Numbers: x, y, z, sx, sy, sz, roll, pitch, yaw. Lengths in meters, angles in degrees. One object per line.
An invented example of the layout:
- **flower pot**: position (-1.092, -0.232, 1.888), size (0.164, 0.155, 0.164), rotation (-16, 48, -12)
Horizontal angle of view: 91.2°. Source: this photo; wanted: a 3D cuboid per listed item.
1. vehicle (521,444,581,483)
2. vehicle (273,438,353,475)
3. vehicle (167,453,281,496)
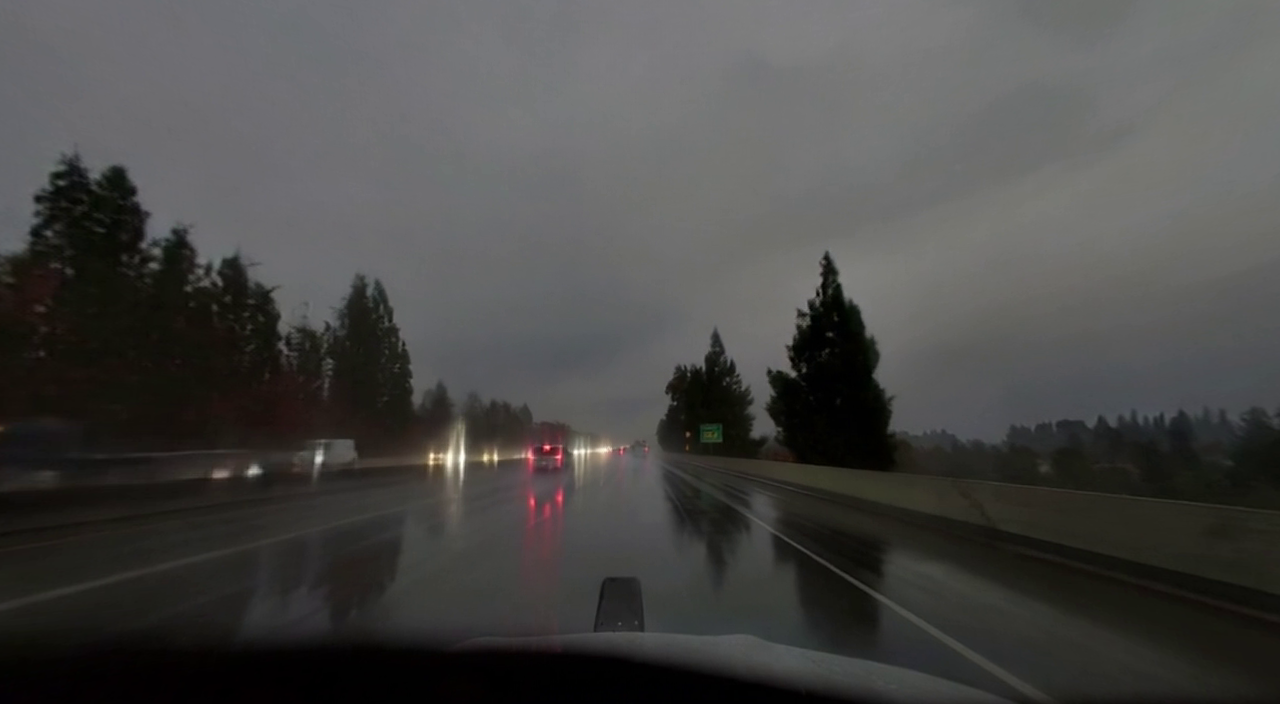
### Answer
- **vehicle**: position (-3.702, 4.719, 26.787), size (1.933, 1.497, 3.973), rotation (0, -9, 1)
- **vehicle**: position (-23.598, 7.537, 45.581), size (2.328, 2.459, 6.171), rotation (-1, -9, 1)
- **vehicle**: position (-15.747, 4.635, 24.007), size (1.747, 1.445, 3.820), rotation (0, -9, 0)
